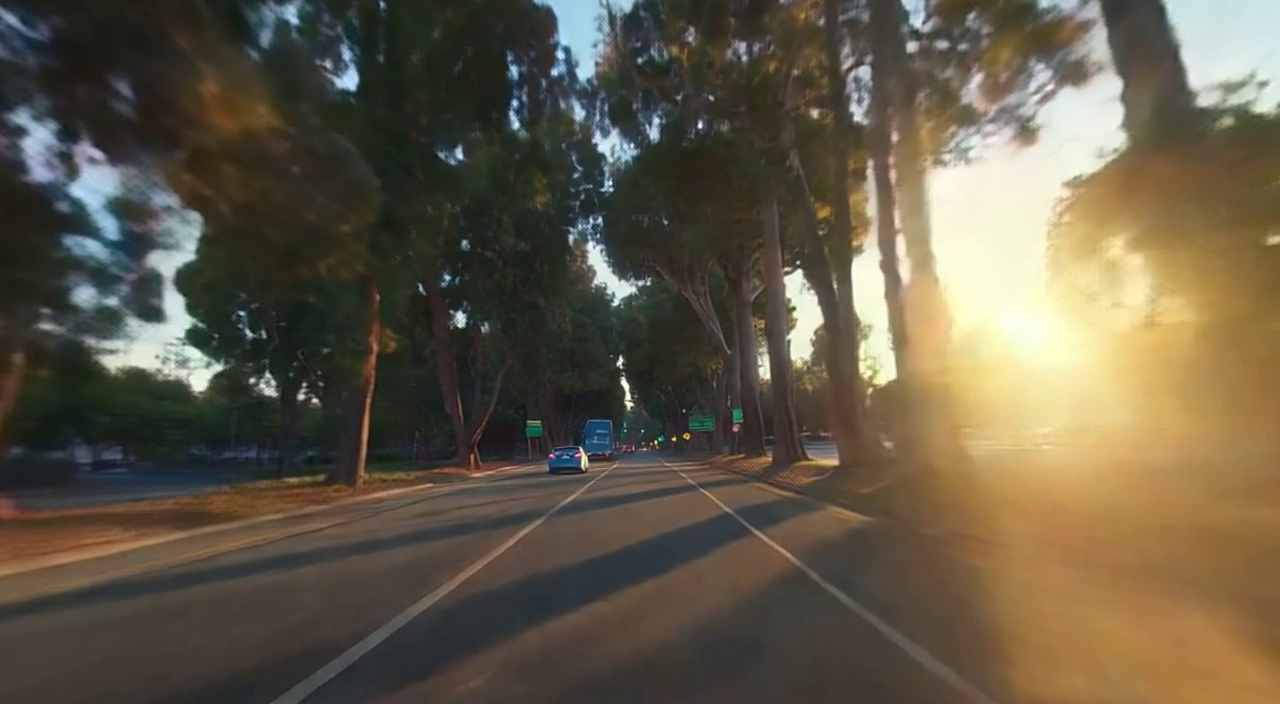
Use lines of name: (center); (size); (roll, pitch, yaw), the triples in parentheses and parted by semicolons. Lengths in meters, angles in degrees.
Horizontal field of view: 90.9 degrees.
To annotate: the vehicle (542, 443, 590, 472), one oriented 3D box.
vehicle: (-3.941, 5.706, 34.261); (2.005, 1.462, 4.345); (0, -8, 1)
